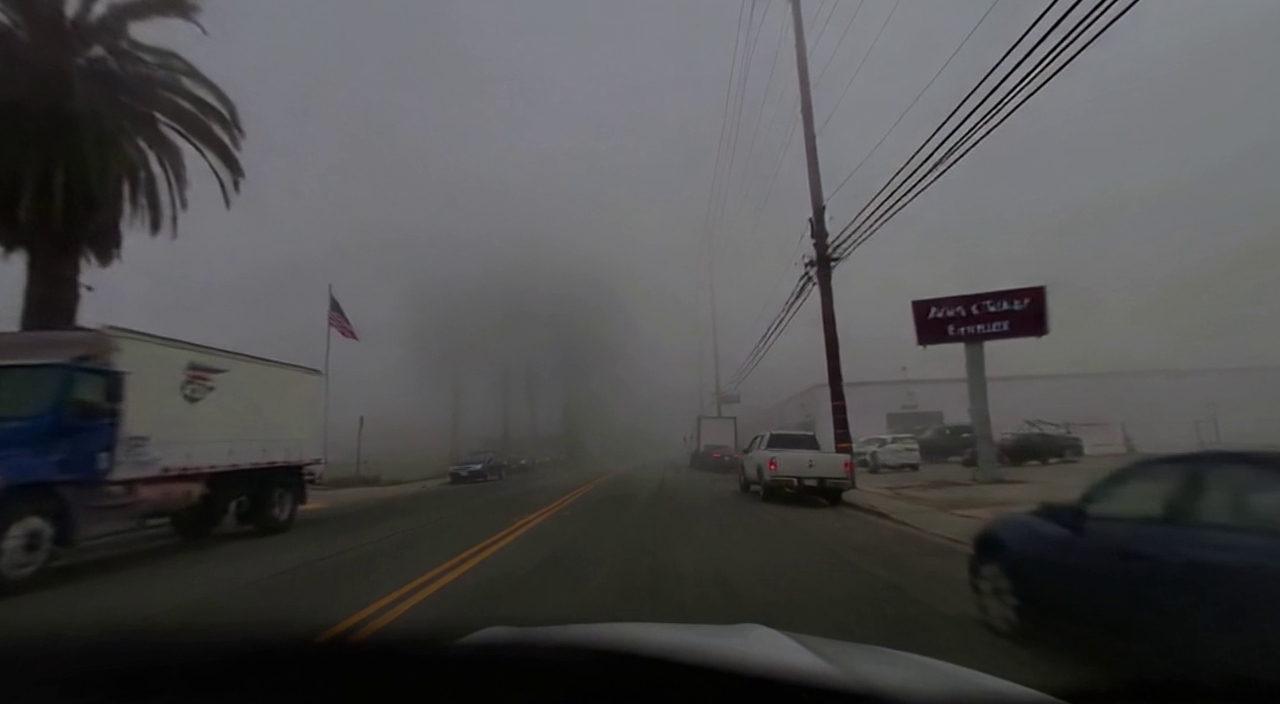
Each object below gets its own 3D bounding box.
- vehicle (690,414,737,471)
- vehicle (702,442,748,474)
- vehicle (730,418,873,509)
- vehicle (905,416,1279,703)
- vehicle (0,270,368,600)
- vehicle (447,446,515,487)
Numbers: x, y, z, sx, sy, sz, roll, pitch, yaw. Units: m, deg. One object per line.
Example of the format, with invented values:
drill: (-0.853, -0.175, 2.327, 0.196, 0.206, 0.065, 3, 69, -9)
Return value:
vehicle: (5.164, 6.639, 46.018, 2.933, 3.697, 10.065, -1, -9, 4)
vehicle: (4.976, 6.292, 37.658, 2.141, 1.739, 5.130, 0, -9, 1)
vehicle: (3.972, 2.933, 16.991, 2.400, 1.985, 6.155, 0, -9, 2)
vehicle: (3.531, 1.158, 3.465, 2.143, 1.483, 4.601, 0, -9, 0)
vehicle: (-7.849, 1.431, 10.362, 2.941, 3.418, 7.738, -1, -9, 3)
vehicle: (-7.394, 5.324, 29.771, 1.936, 1.632, 4.145, -3, -8, 3)
